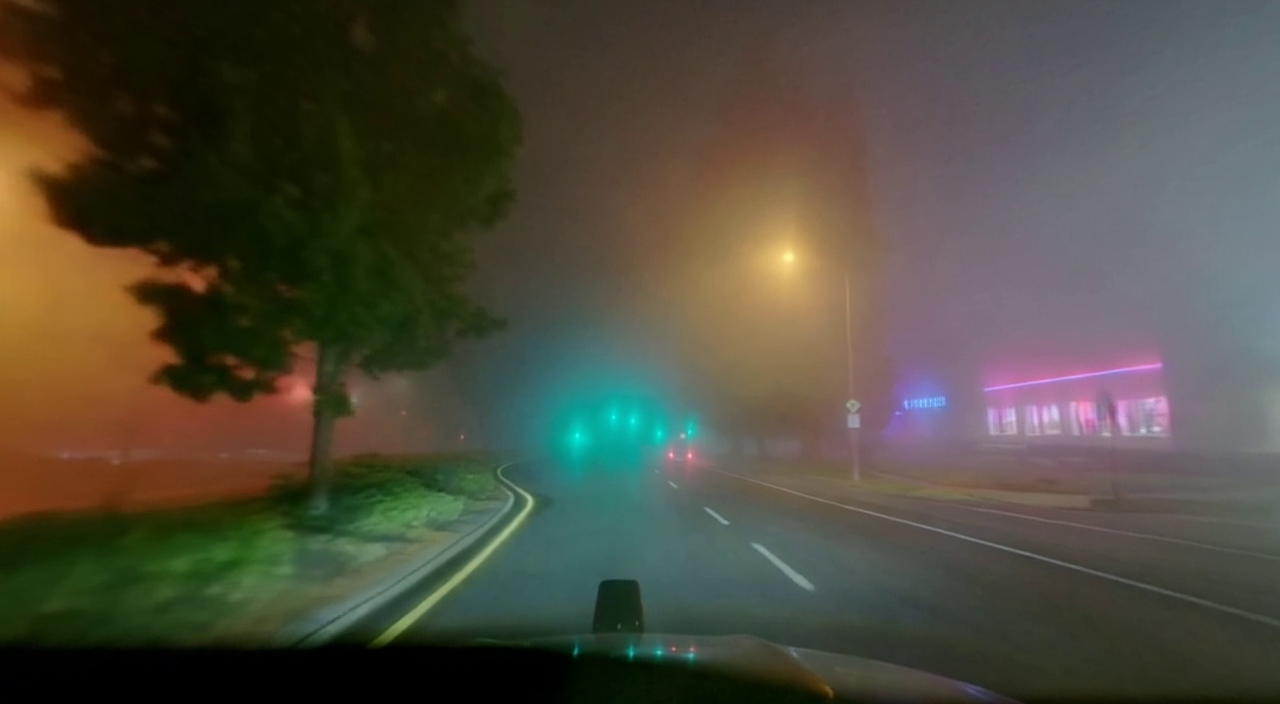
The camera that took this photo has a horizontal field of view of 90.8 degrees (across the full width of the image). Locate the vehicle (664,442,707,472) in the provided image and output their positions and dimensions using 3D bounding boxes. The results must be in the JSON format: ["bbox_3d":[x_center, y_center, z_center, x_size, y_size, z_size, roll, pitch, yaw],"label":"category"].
[{"bbox_3d":[2.485,5.847,35.502,1.961,1.580,4.020,0,-8,-2],"label":"vehicle"}]
